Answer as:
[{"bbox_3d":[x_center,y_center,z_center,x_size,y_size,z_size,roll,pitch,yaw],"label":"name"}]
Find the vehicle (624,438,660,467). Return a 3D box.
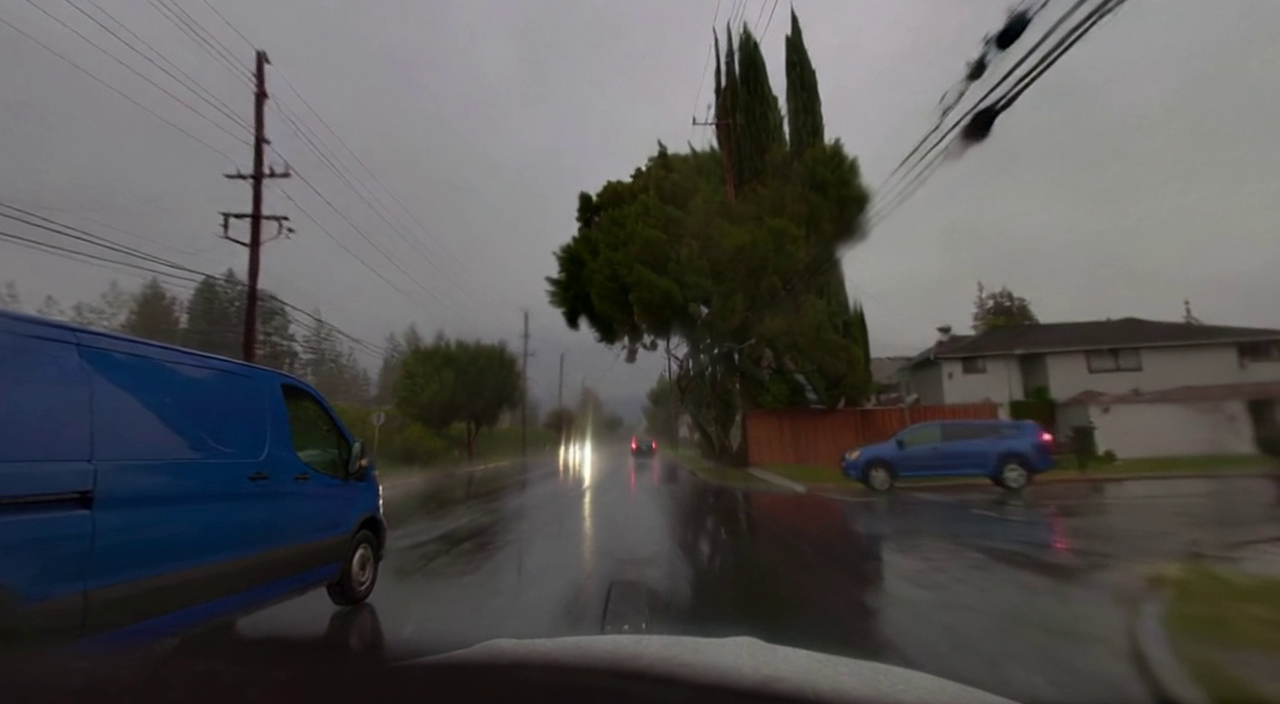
[{"bbox_3d":[0.151,6.302,39.614,2.120,1.718,3.909,0,-8,1],"label":"vehicle"}]

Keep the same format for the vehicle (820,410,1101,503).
[{"bbox_3d":[6.653,2.282,13.926,5.012,1.711,2.457,-4,-7,15],"label":"vehicle"}]

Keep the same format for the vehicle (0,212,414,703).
[{"bbox_3d":[-3.419,0.730,3.157,2.336,2.152,5.866,0,-8,0],"label":"vehicle"}]

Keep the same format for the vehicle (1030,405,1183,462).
[{"bbox_3d":[16.065,2.884,22.022,1.992,1.798,4.083,0,-8,-4],"label":"vehicle"}]
